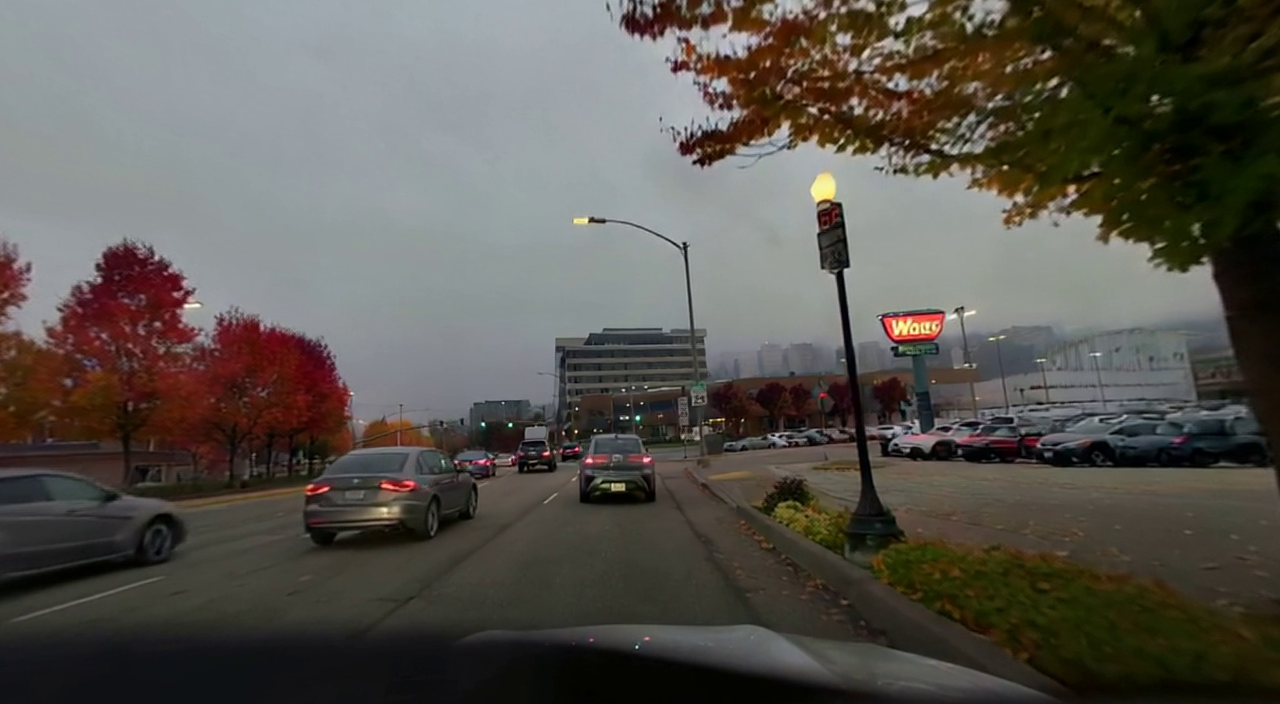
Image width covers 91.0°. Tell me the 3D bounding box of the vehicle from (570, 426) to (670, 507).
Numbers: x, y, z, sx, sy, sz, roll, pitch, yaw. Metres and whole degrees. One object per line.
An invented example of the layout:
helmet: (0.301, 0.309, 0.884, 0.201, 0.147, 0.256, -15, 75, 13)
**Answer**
vehicle: (-0.524, 2.777, 15.607, 2.144, 1.704, 4.028, 1, -9, -3)

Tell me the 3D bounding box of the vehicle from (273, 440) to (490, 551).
vehicle: (-4.265, 2.421, 11.399, 1.974, 1.549, 4.603, 1, -9, 0)

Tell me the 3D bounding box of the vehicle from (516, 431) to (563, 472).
vehicle: (-5.247, 5.290, 33.479, 2.082, 2.018, 4.308, 1, -9, -4)

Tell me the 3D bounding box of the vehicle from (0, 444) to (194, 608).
vehicle: (-7.662, 1.894, 7.174, 2.051, 1.681, 4.193, 1, -9, 0)
